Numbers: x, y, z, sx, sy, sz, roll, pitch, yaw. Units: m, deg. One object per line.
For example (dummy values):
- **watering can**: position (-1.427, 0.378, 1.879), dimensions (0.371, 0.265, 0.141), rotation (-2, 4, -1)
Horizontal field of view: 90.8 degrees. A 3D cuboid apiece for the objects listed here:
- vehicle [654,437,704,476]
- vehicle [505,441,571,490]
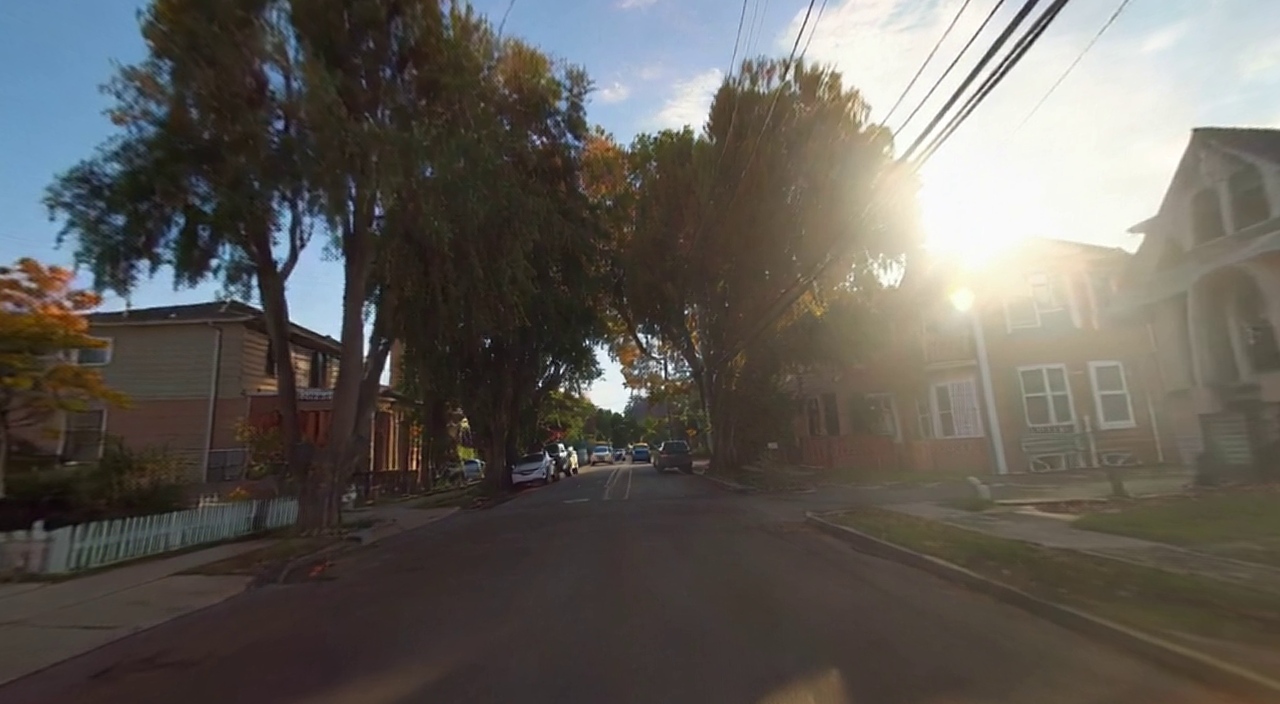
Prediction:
- **vehicle**: position (2.004, 5.567, 33.992), dimensions (2.129, 1.873, 4.471), rotation (0, -8, -3)
- **vehicle**: position (-4.200, 4.719, 26.685), dimensions (2.082, 1.759, 4.541), rotation (-2, -8, -1)
